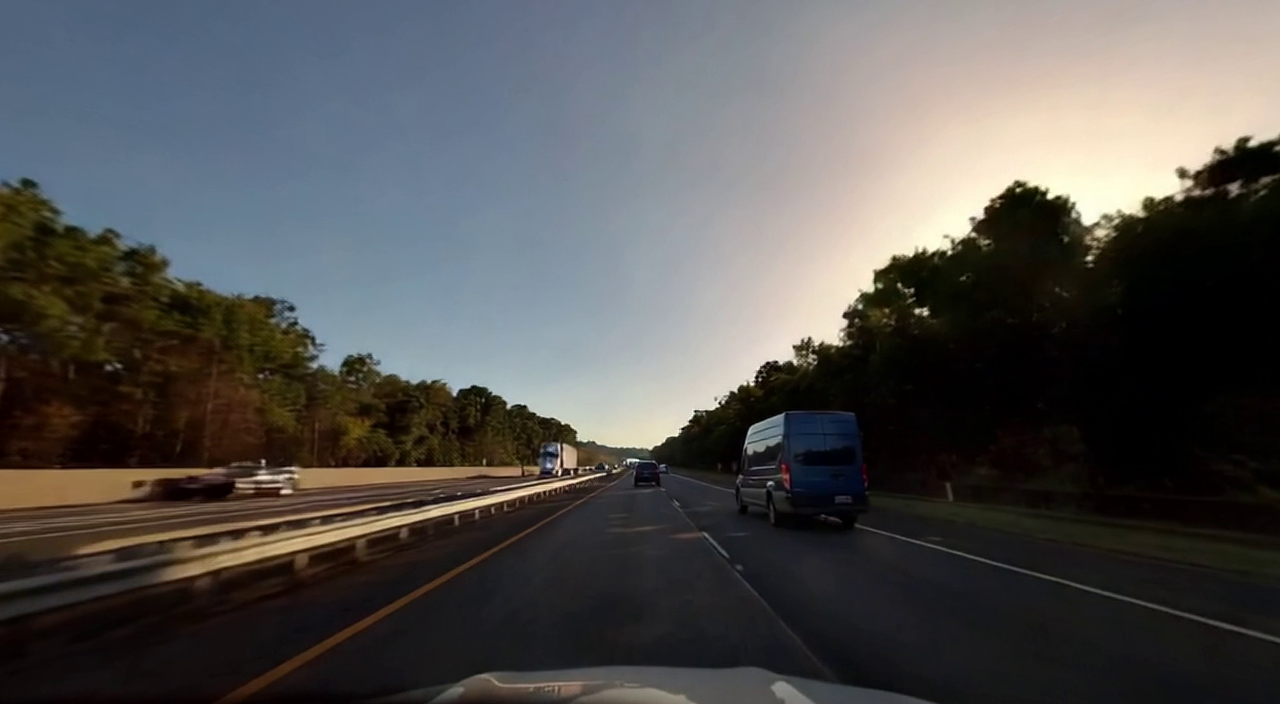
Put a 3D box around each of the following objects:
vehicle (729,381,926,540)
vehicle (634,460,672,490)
[{"bbox_3d":[4.032,2.685,15.479,2.563,2.975,6.941,1,-10,-1],"label":"vehicle"},{"bbox_3d":[0.782,7.508,38.615,2.212,1.717,4.452,1,-10,0],"label":"vehicle"}]
